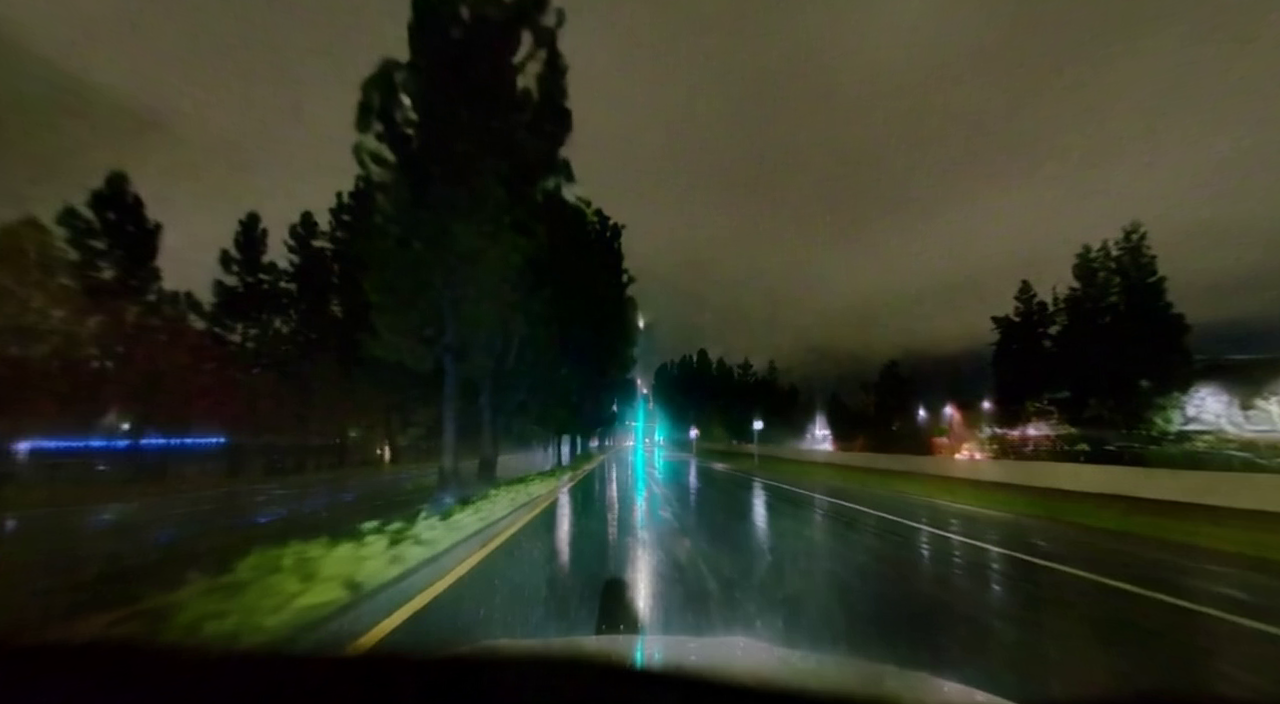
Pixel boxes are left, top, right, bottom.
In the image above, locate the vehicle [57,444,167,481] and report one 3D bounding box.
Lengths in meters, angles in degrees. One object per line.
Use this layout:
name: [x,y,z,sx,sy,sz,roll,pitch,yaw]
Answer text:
vehicle: [-27.646,5.792,33.164,4.168,1.509,2.053,-4,-5,4]
